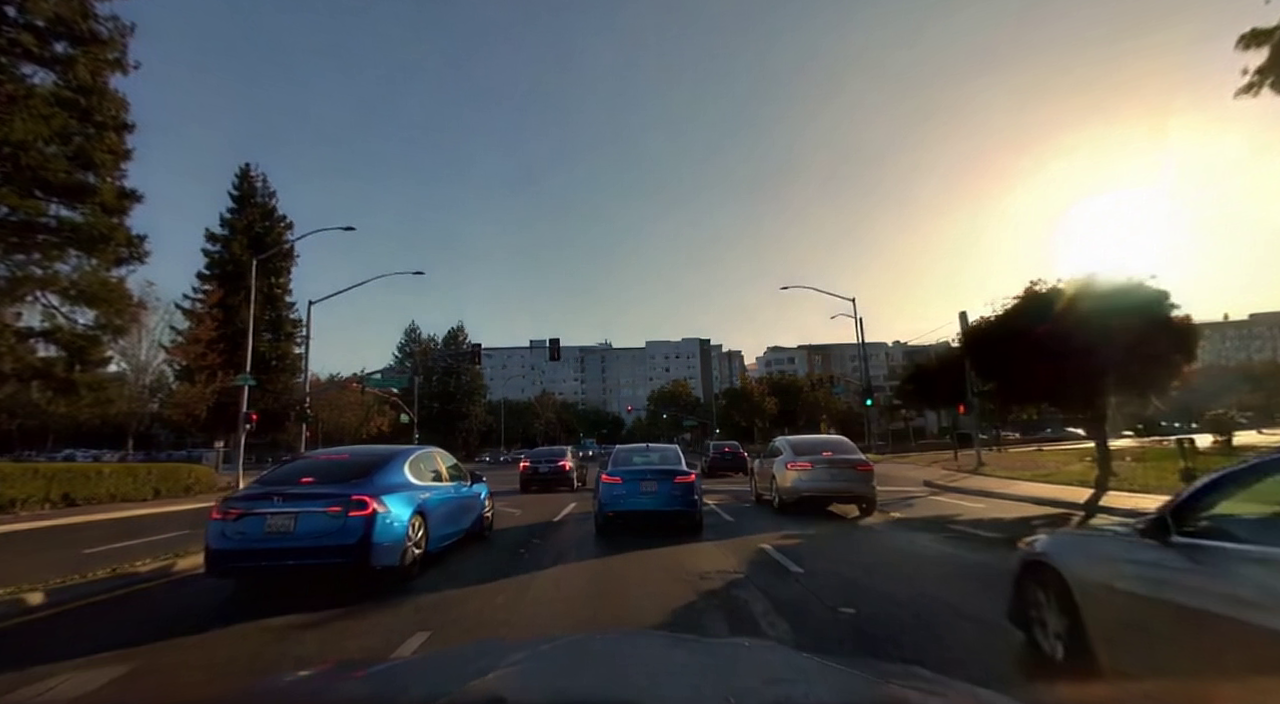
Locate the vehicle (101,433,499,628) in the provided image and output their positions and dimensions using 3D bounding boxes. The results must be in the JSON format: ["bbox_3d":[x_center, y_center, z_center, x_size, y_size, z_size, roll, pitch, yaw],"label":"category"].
[{"bbox_3d":[-3.133,1.711,7.135,2.015,1.478,4.407,0,-8,0],"label":"vehicle"}]

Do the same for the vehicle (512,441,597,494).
[{"bbox_3d":[-2.707,3.773,20.981,2.089,1.537,4.073,-1,-9,2],"label":"vehicle"}]

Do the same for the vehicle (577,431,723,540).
[{"bbox_3d":[0.137,2.286,11.436,2.144,1.563,4.218,0,-8,0],"label":"vehicle"}]

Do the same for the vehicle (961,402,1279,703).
[{"bbox_3d":[3.322,0.934,2.208,1.951,1.522,4.614,0,-8,0],"label":"vehicle"}]

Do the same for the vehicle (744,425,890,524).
[{"bbox_3d":[3.495,2.490,13.328,1.938,1.732,4.006,1,-8,0],"label":"vehicle"}]
